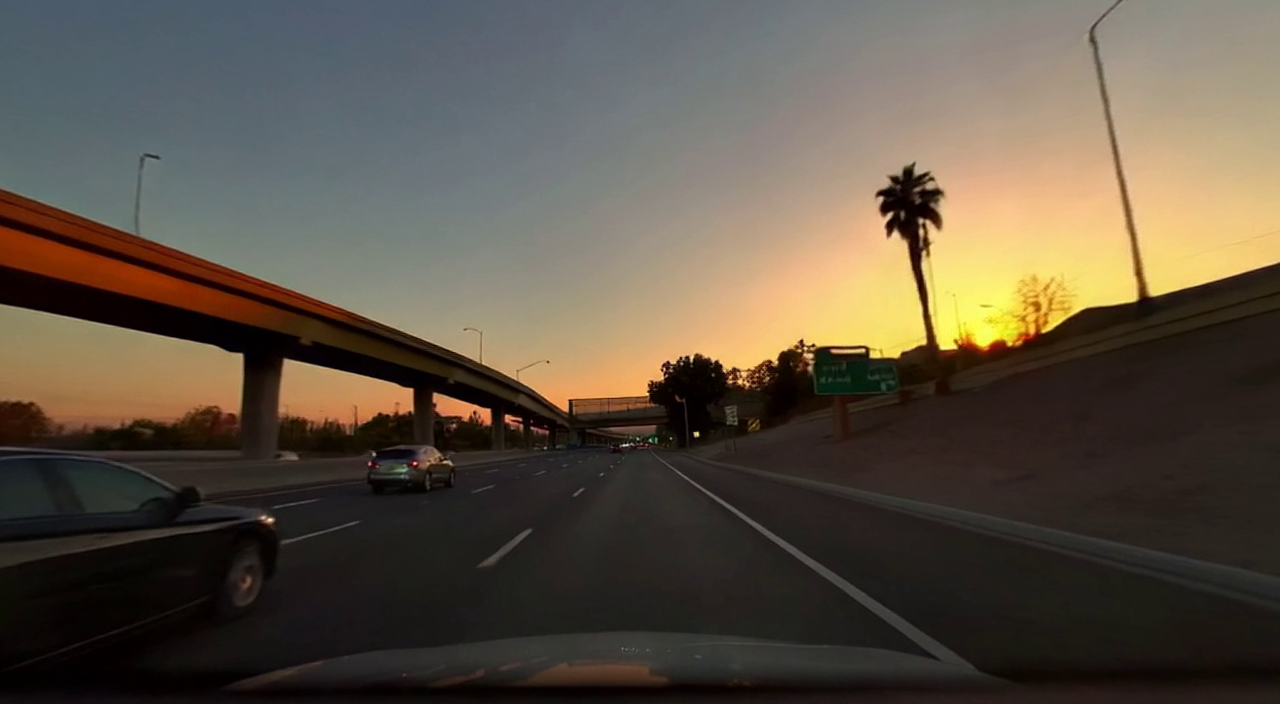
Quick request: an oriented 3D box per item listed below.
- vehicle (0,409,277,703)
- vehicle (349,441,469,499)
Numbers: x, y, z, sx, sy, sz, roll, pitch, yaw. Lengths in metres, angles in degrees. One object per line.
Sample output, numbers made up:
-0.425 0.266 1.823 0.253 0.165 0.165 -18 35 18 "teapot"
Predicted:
-3.527 0.912 1.989 1.978 1.499 4.695 0 -9 0 "vehicle"
-6.661 3.425 18.778 1.914 1.503 4.268 0 -9 0 "vehicle"
